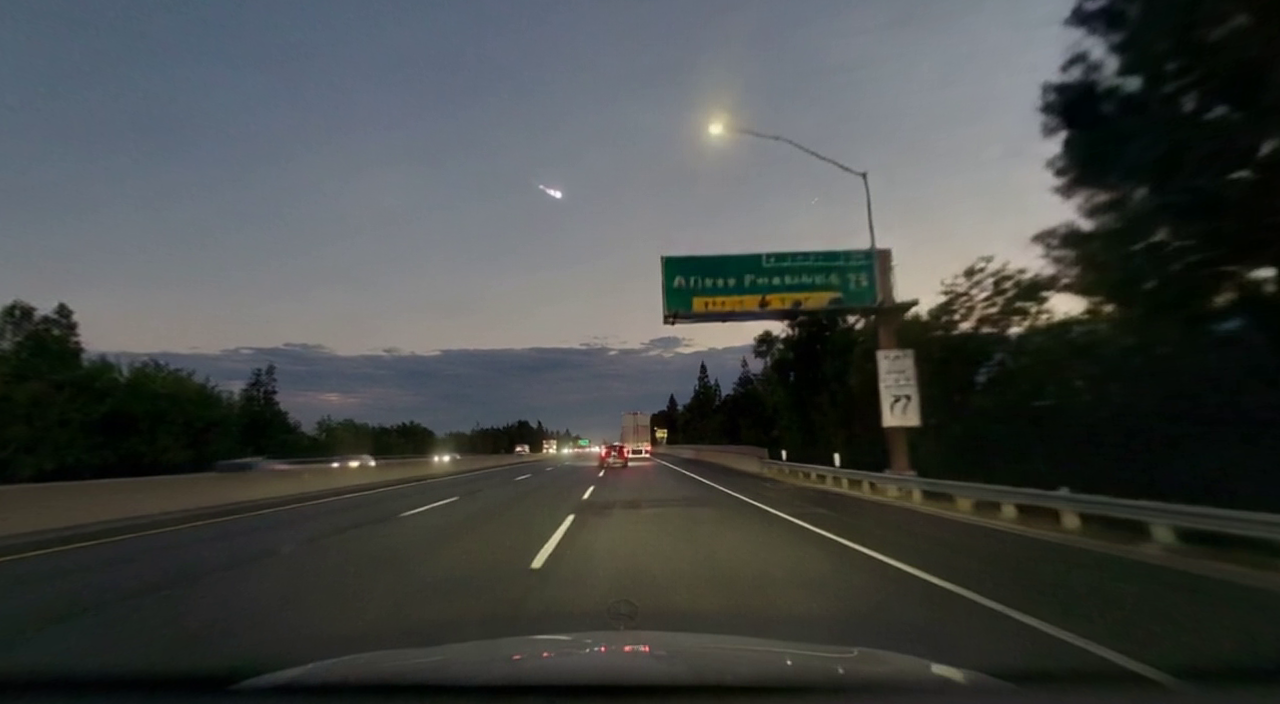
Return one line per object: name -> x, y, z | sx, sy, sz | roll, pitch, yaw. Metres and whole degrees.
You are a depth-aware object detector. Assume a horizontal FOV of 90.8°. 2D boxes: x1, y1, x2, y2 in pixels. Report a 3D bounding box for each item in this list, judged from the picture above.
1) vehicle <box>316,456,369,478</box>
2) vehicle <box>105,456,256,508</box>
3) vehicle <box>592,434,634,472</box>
vehicle -> -21.097, 8.125, 44.913 | 1.792, 1.424, 4.233 | 0, -9, -2
vehicle -> -13.903, 3.922, 19.408 | 1.849, 1.349, 3.837 | 0, -9, -2
vehicle -> -1.553, 5.584, 35.048 | 2.139, 1.925, 4.312 | 0, -9, -5
